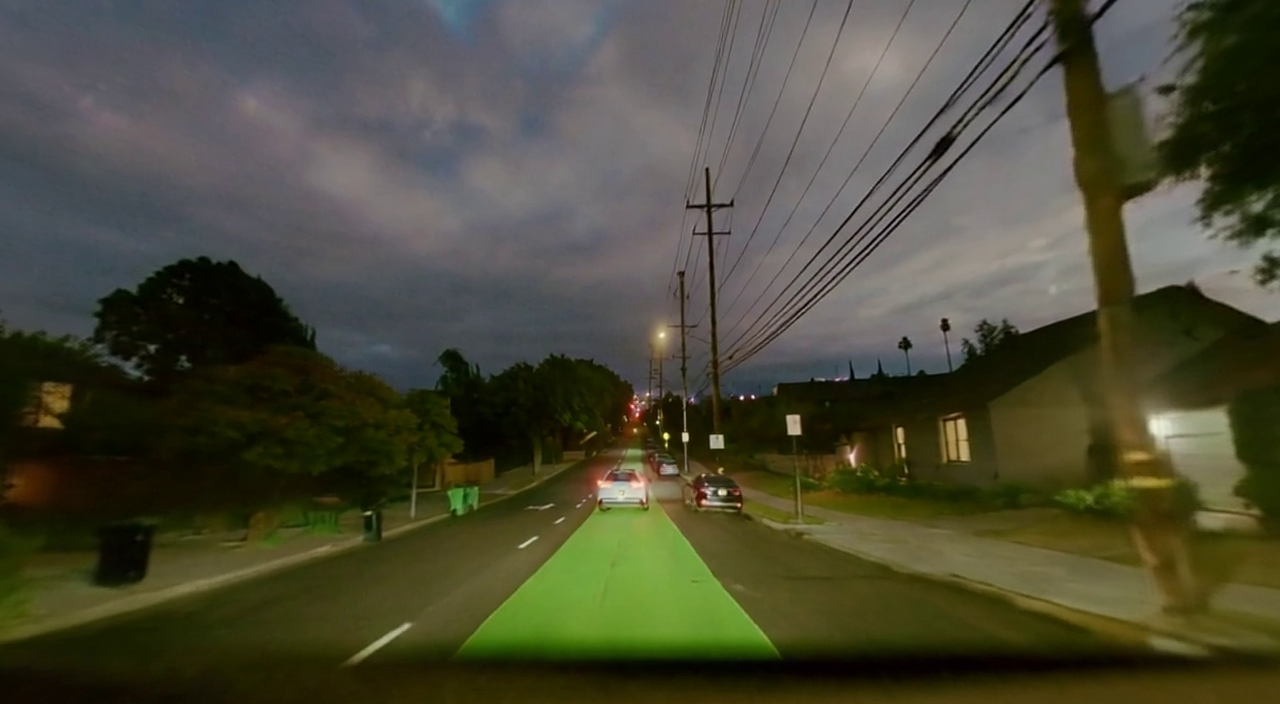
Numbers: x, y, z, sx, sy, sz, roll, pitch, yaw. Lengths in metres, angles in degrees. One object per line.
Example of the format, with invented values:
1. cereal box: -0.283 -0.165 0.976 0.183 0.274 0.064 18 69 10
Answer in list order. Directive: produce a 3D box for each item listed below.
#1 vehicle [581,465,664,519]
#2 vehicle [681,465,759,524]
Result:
1. vehicle: -0.448 4.631 21.348 2.235 1.500 4.496 -1 -9 6
2. vehicle: 2.595 4.782 21.667 1.909 1.694 4.472 0 -9 -2
